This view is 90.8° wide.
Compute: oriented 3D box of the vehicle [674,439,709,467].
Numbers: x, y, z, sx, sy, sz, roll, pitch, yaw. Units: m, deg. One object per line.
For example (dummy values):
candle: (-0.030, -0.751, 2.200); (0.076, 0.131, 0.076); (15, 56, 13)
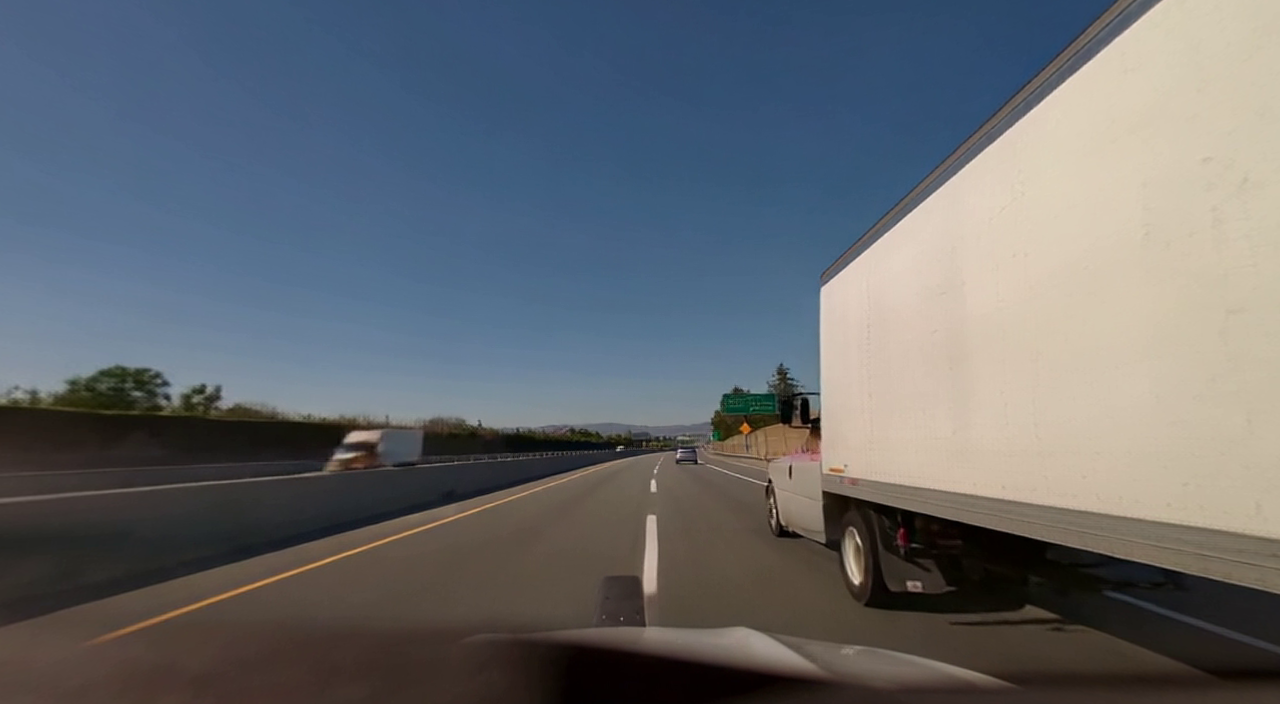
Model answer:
vehicle: (3.921, 7.810, 48.710); (2.309, 2.003, 5.139); (0, -9, 0)

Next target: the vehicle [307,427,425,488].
vehicle: (-13.445, 5.267, 31.742); (2.615, 2.693, 7.166); (-1, -9, 1)
